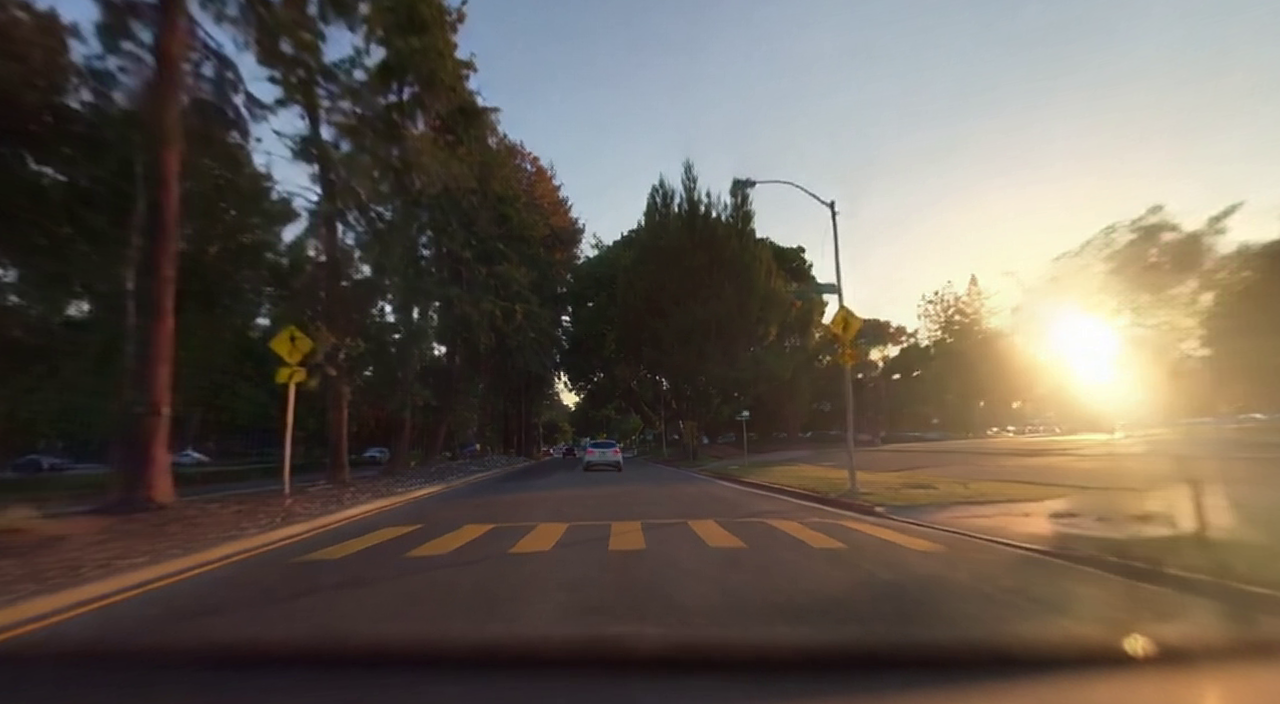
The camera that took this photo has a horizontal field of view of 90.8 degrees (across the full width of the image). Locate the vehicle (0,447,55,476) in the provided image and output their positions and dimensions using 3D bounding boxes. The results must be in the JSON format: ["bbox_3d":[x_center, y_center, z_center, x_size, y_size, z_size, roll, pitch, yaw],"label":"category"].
[{"bbox_3d":[-47.468,8.433,48.979,2.020,2.099,4.657,5,-10,-30],"label":"vehicle"}]

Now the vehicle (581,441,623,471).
[{"bbox_3d":[-2.103,5.594,34.257,2.142,1.501,4.273,1,-9,-4],"label":"vehicle"}]
